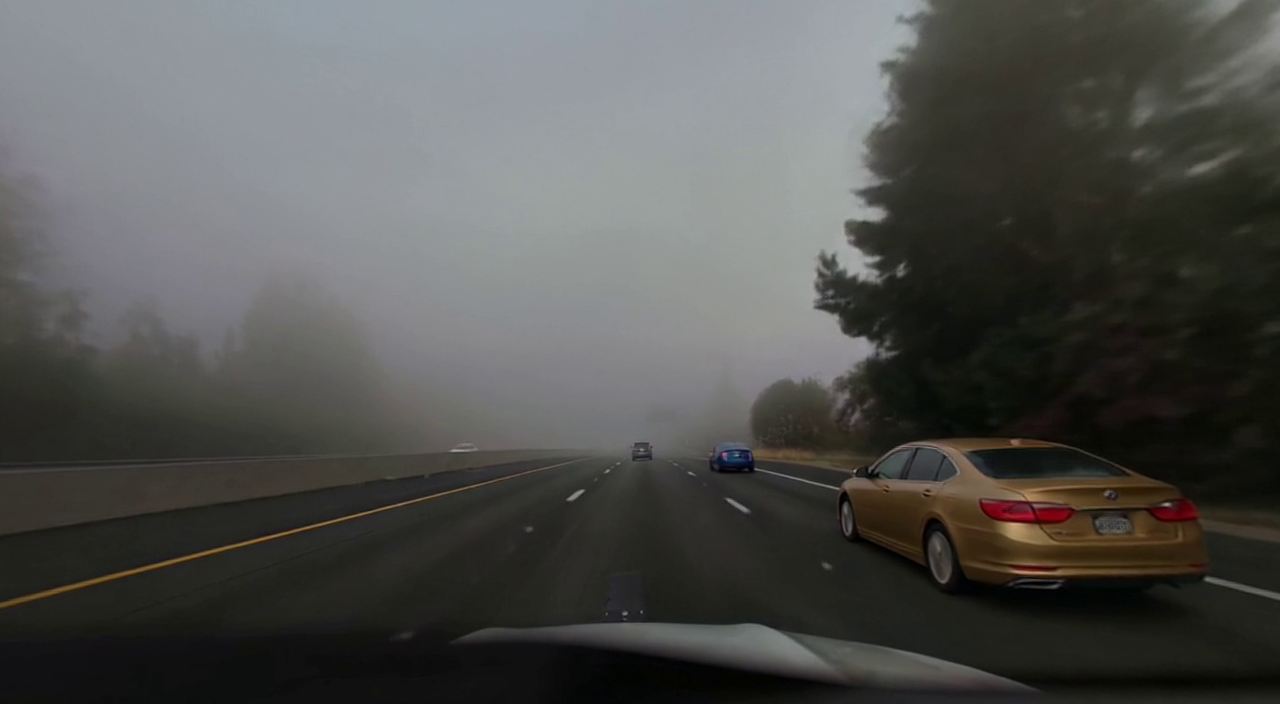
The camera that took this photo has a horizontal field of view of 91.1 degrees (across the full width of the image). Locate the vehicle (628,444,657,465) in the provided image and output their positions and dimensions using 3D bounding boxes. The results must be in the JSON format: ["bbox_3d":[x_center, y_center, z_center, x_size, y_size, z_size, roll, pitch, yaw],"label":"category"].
[{"bbox_3d":[0.160,7.446,45.956,2.052,1.449,3.857,0,-8,0],"label":"vehicle"}]

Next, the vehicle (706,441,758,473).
[{"bbox_3d":[4.687,5.439,32.702,2.008,1.524,4.598,0,-8,0],"label":"vehicle"}]
